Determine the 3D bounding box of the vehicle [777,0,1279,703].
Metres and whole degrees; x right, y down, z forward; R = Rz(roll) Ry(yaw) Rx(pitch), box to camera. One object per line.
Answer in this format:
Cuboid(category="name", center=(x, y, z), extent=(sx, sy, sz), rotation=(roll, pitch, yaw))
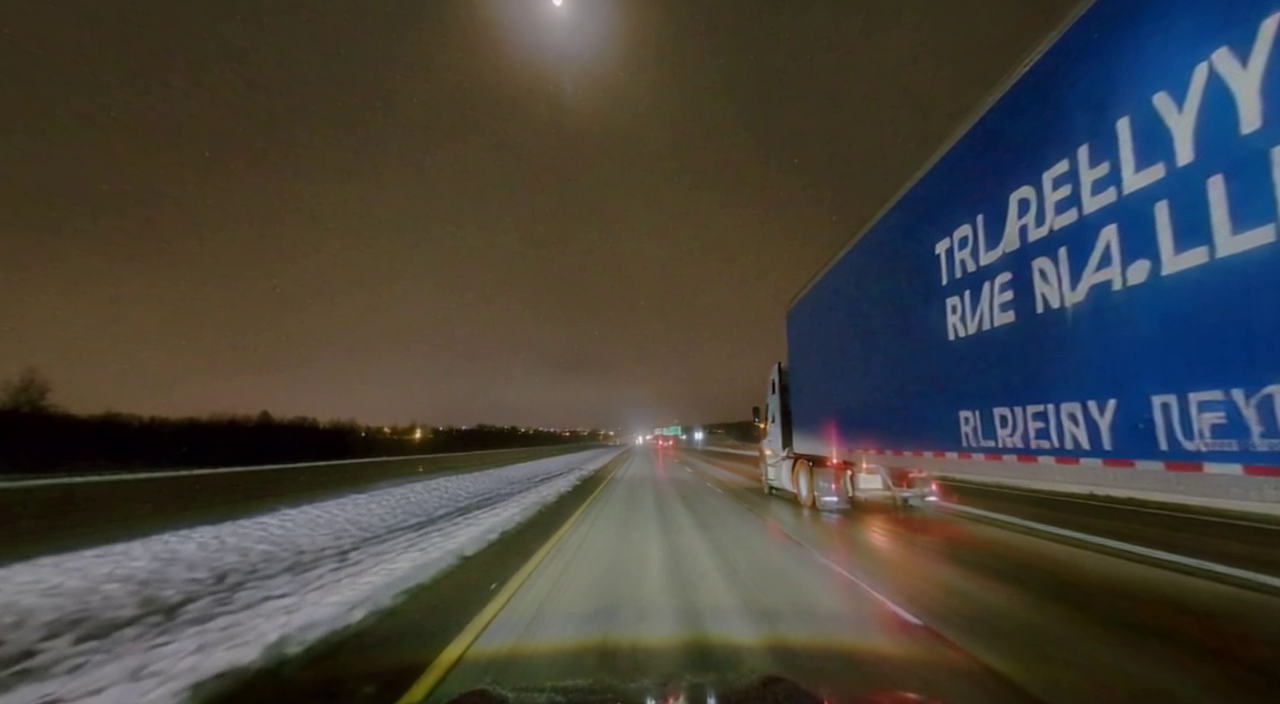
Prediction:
Cuboid(category="vehicle", center=(4.163, 0.267, 5.368), extent=(3.006, 4.093, 14.142), rotation=(0, -8, 1))
